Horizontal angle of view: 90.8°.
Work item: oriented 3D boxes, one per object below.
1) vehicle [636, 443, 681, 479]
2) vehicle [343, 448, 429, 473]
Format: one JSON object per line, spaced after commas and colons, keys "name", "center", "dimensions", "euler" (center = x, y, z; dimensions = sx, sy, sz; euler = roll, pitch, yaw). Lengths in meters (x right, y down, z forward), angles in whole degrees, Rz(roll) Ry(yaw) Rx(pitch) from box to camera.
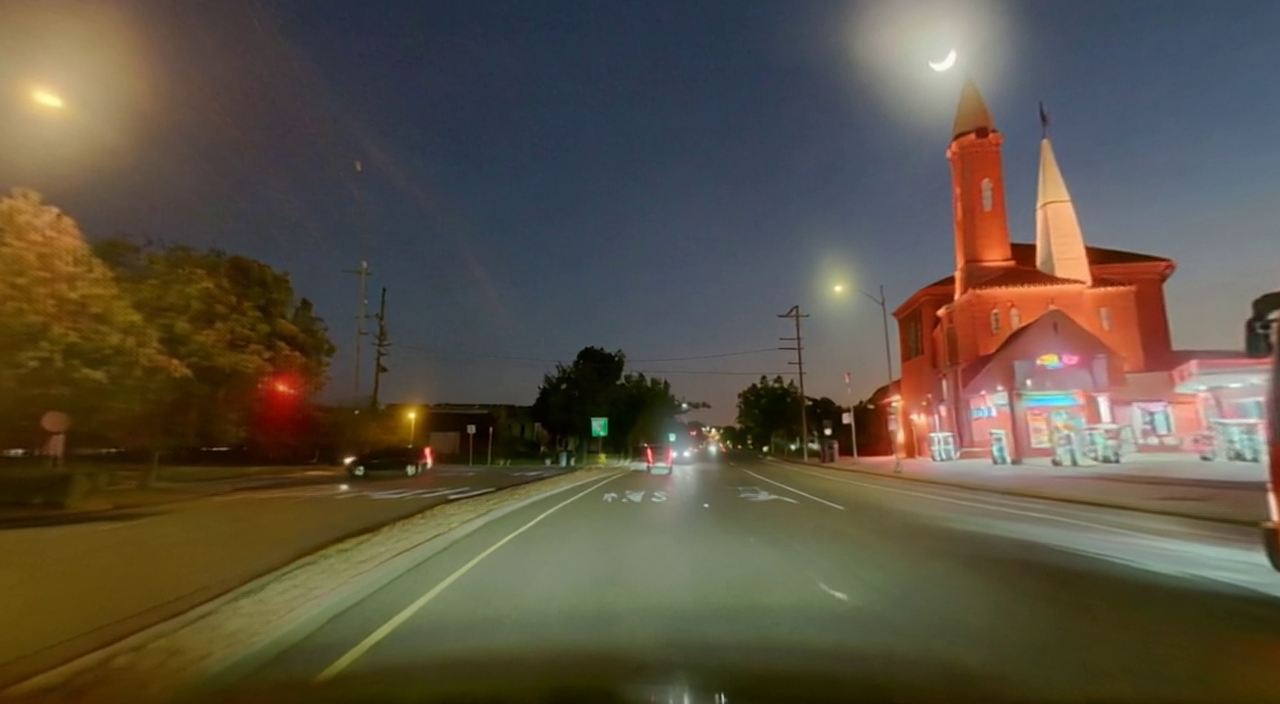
{"name": "vehicle", "center": [0.943, 5.247, 30.705], "dimensions": [2.032, 1.621, 4.082], "euler": [0, -9, 3]}
{"name": "vehicle", "center": [-15.784, 6.728, 39.400], "dimensions": [4.430, 1.493, 2.210], "euler": [8, -12, -43]}
